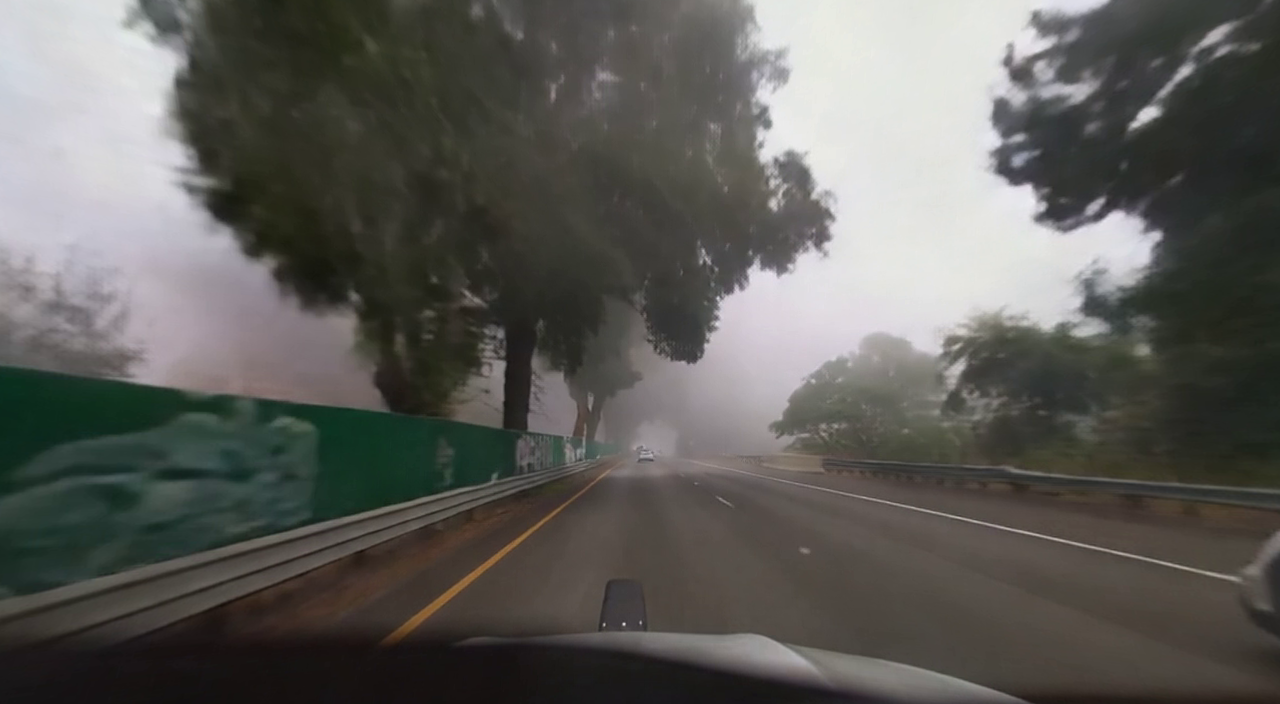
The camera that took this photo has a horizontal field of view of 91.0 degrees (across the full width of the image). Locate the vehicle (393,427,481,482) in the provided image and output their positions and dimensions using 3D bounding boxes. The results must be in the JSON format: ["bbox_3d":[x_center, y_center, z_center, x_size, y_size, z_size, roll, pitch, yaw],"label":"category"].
[{"bbox_3d":[-11.378,5.800,36.026,2.663,2.819,6.467,-1,-9,2],"label":"vehicle"}]
